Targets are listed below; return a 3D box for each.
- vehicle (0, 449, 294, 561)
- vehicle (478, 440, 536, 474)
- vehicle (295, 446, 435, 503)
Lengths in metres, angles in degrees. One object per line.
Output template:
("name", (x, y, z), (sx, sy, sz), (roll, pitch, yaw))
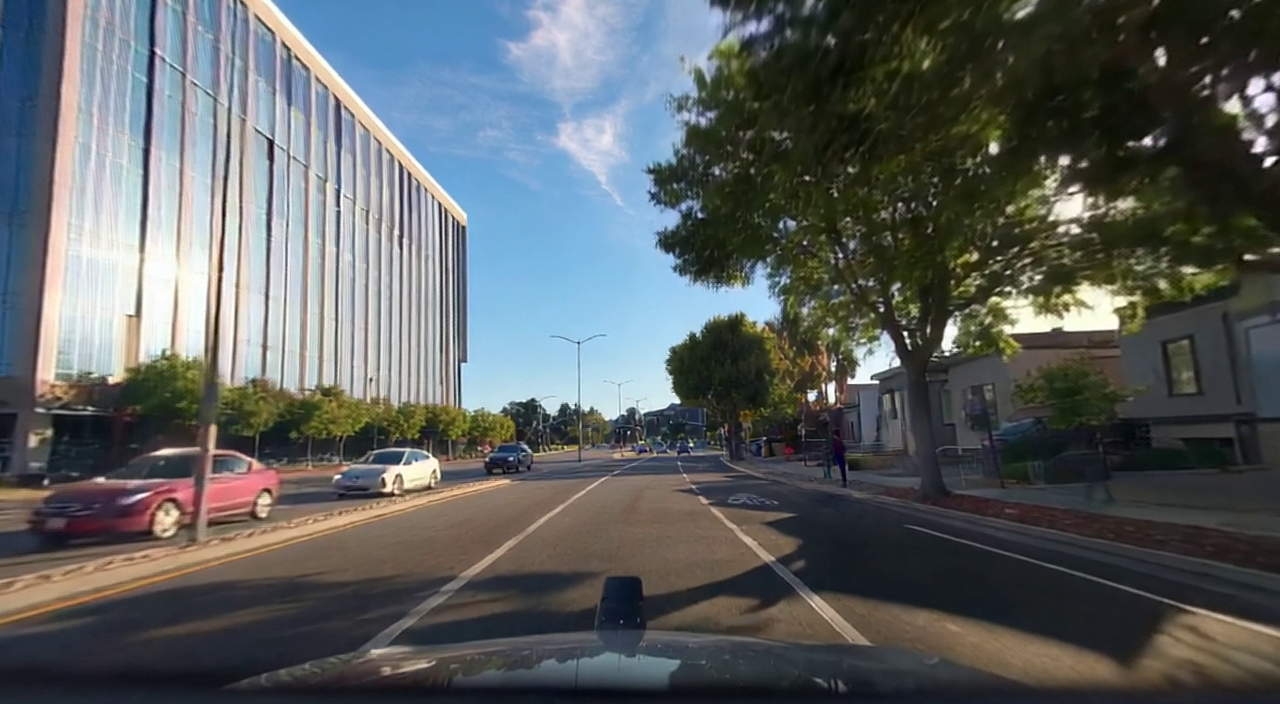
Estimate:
("vehicle", (-8.257, 2.429, 10.906), (1.845, 1.456, 4.616), (0, -8, 1))
("vehicle", (-7.333, 5.819, 35.217), (1.988, 1.755, 4.568), (0, -8, 3))
("vehicle", (-8.089, 3.608, 19.196), (1.983, 1.486, 4.707), (0, -8, 2))
